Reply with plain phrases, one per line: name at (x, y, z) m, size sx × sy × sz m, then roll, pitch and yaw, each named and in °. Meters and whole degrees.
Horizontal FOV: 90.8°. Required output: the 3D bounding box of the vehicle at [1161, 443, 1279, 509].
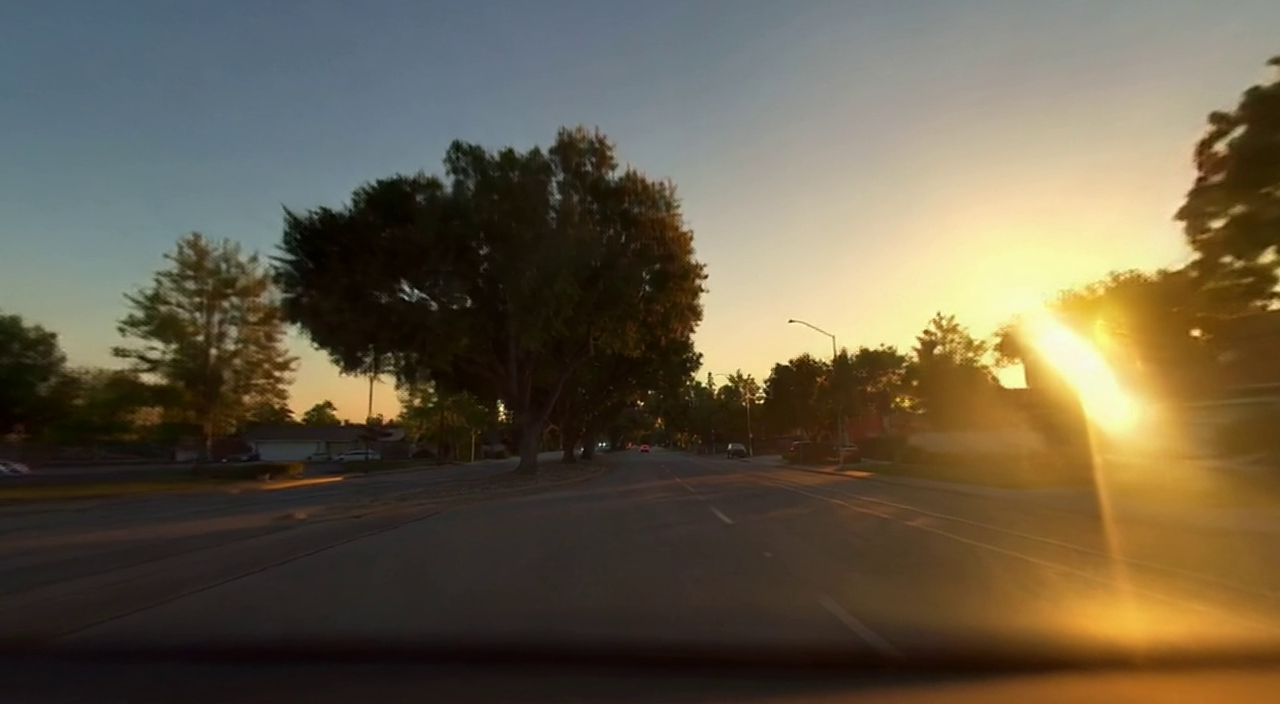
vehicle at (15.774, 2.957, 15.255) m, size 4.592 × 1.472 × 2.009 m, roll 0°, pitch -9°, yaw -1°
